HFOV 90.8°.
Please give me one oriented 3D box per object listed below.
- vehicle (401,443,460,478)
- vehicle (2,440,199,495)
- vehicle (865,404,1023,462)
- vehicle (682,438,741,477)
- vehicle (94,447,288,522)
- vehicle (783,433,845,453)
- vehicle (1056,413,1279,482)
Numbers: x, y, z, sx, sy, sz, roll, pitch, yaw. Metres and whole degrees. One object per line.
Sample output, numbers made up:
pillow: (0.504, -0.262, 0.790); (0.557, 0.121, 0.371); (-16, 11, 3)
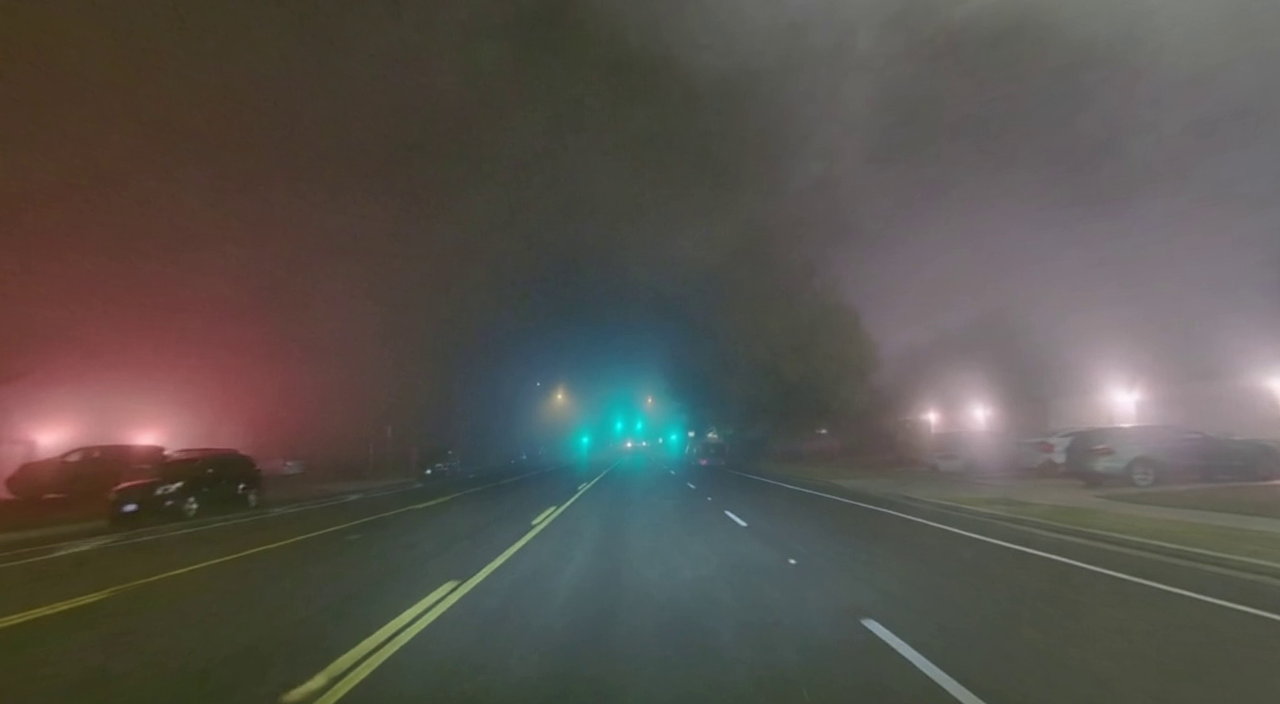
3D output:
vehicle: (-11.912, 6.174, 36.232); (1.954, 1.828, 4.466); (0, -8, -2)
vehicle: (-18.724, 4.011, 22.148); (4.837, 1.808, 2.176); (0, -8, -1)
vehicle: (12.899, 3.482, 27.090); (5.472, 2.340, 2.418); (0, -8, -2)
vehicle: (3.036, 4.576, 27.601); (1.983, 1.557, 4.078); (0, -8, -1)
vehicle: (-11.840, 3.458, 17.194); (1.822, 1.699, 4.791); (0, -8, -2)
vehicle: (13.435, 7.048, 48.916); (4.162, 1.544, 1.812); (1, -8, -4)
vehicle: (12.644, 2.249, 14.973); (4.183, 1.516, 1.884); (0, -8, 2)
